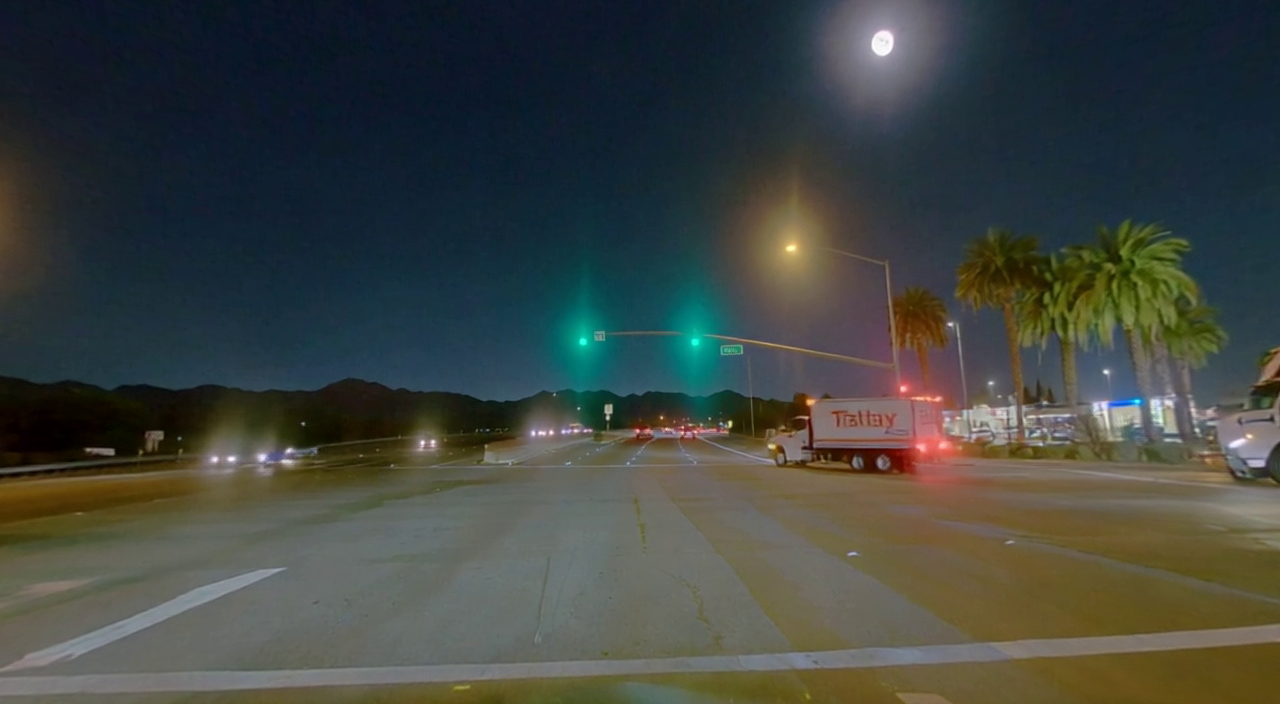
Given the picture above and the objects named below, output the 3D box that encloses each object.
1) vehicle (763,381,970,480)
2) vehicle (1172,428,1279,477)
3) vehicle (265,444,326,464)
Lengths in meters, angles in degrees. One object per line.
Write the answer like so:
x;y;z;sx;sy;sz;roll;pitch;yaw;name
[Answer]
8.932;3.258;25.526;3.237;3.414;7.088;8;-12;-43;vehicle
20.423;3.219;20.243;4.508;1.493;1.907;-2;-9;11;vehicle
-26.172;7.742;47.934;1.868;1.469;4.746;0;-8;1;vehicle
